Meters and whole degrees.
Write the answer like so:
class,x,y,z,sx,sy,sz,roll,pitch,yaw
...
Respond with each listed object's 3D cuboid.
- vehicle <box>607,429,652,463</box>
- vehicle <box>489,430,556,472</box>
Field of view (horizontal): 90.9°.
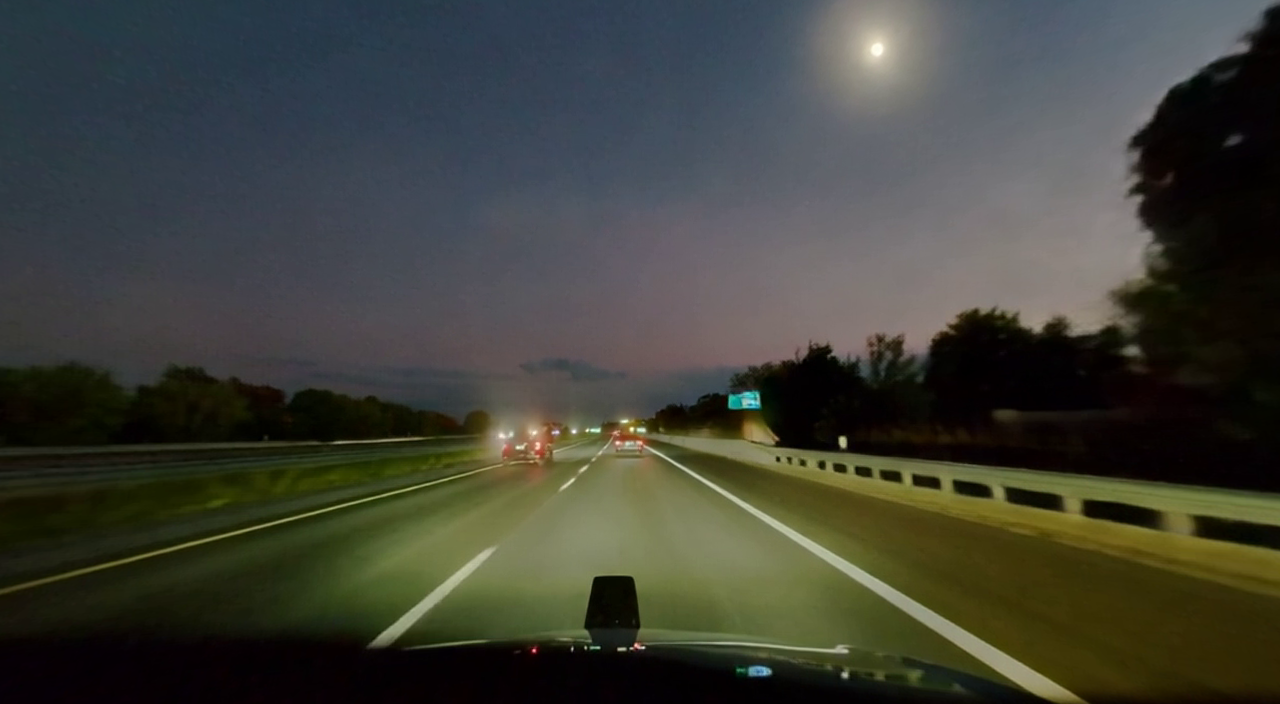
class,x,y,z,sx,sy,sz,roll,pitch,yaw
vehicle,-0.565,4.829,32.506,2.162,1.616,4.242,0,-8,-1
vehicle,-4.607,3.929,25.332,1.975,1.518,4.242,0,-8,-1
